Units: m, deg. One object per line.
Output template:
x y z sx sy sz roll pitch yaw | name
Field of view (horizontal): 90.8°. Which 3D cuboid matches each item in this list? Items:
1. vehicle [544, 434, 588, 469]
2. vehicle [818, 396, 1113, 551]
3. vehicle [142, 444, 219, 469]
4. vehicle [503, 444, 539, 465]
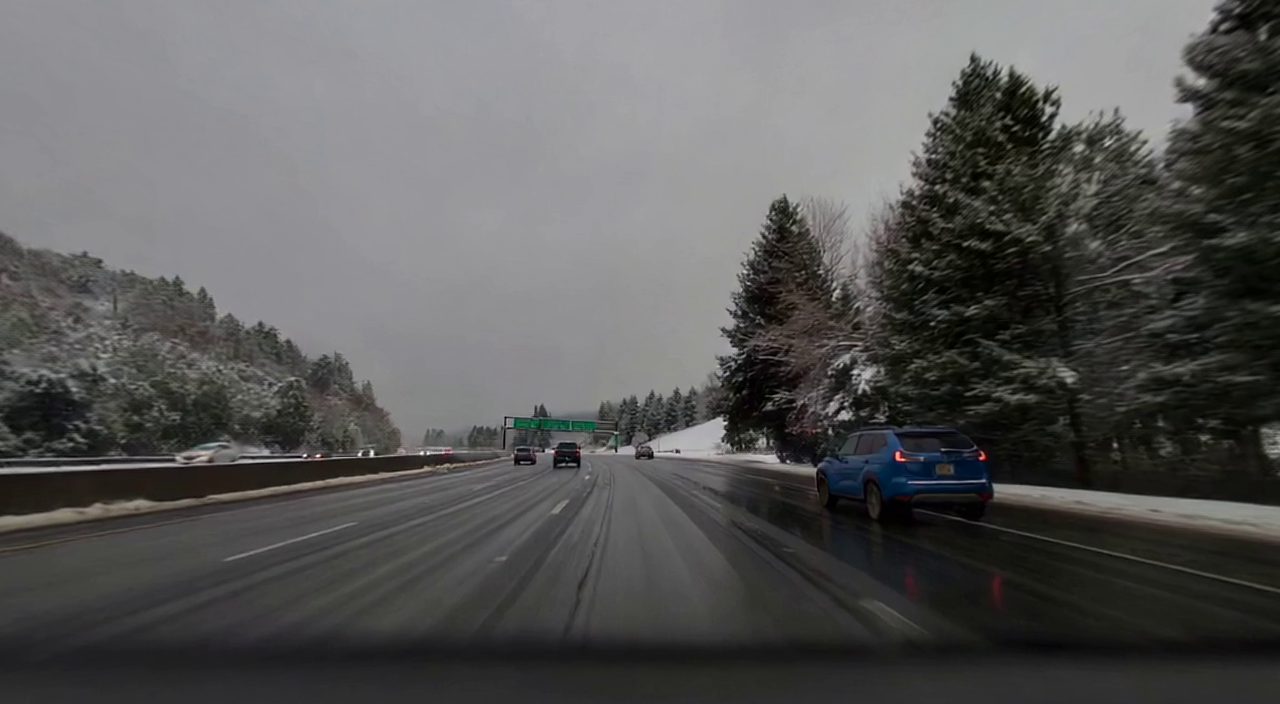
-4.878 6.667 42.412 2.537 2.121 5.251 0 -9 -2 | vehicle
4.735 1.873 10.316 2.103 1.903 4.837 0 -9 -1 | vehicle
-28.929 6.561 39.934 1.751 1.477 4.430 0 -9 -4 | vehicle
-9.322 8.094 49.812 2.113 1.551 4.898 0 -9 -3 | vehicle
